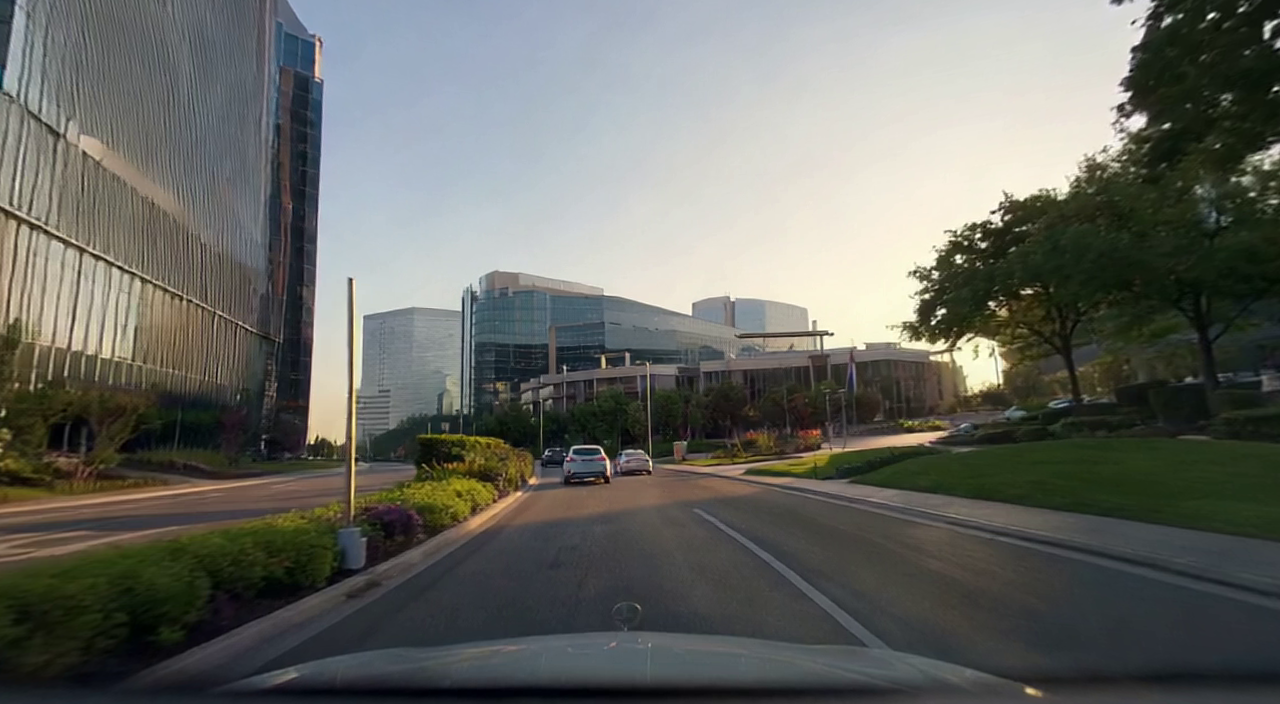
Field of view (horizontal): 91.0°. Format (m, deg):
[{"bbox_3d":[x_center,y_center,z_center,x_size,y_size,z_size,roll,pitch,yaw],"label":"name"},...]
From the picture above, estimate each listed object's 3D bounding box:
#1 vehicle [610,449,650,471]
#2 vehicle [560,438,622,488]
[{"bbox_3d":[-0.803,7.852,45.863,2.116,1.506,4.355,2,-9,-12],"label":"vehicle"},{"bbox_3d":[-1.995,4.320,24.831,2.173,1.761,4.374,1,-9,-6],"label":"vehicle"}]
